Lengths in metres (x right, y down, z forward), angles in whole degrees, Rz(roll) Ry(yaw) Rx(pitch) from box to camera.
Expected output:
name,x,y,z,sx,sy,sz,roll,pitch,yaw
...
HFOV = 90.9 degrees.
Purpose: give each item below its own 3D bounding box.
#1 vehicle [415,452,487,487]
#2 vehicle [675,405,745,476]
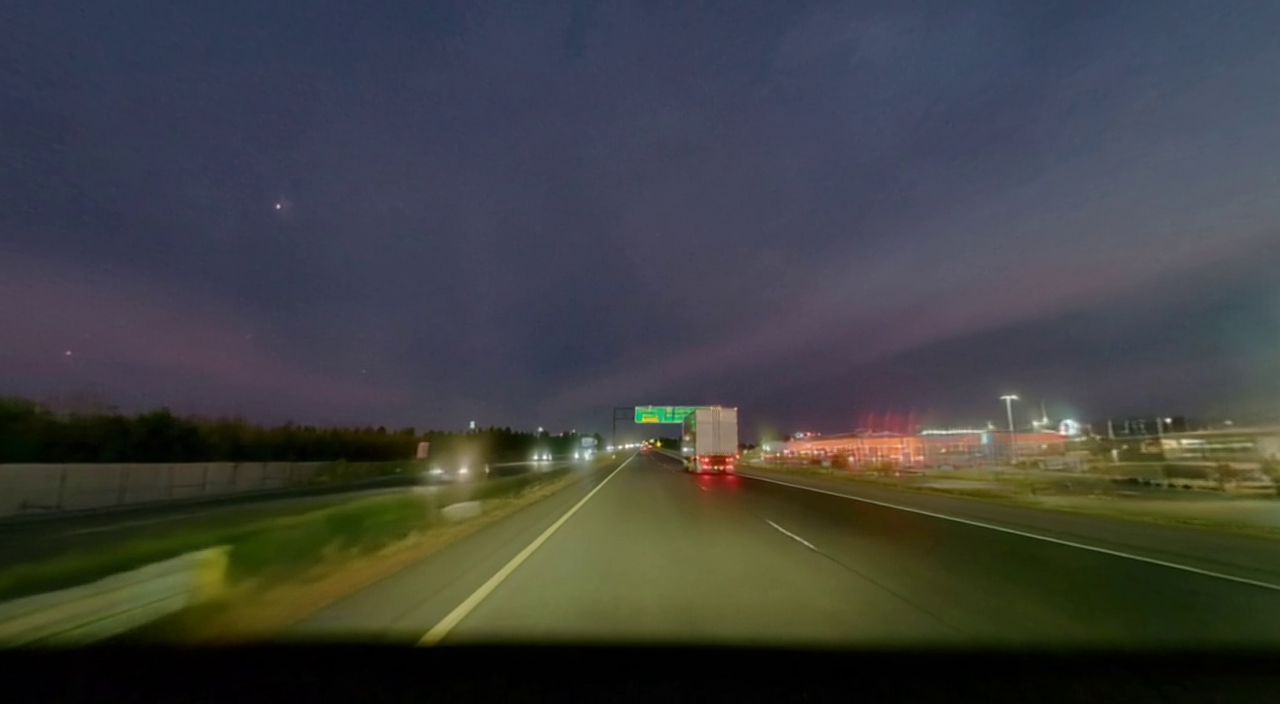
name,x,y,z,sx,sy,sz,roll,pitch,yaw
vehicle,-8.801,5.477,29.746,1.941,1.495,4.607,0,-9,0
vehicle,4.399,6.096,43.150,3.038,4.047,13.741,0,-9,-1
